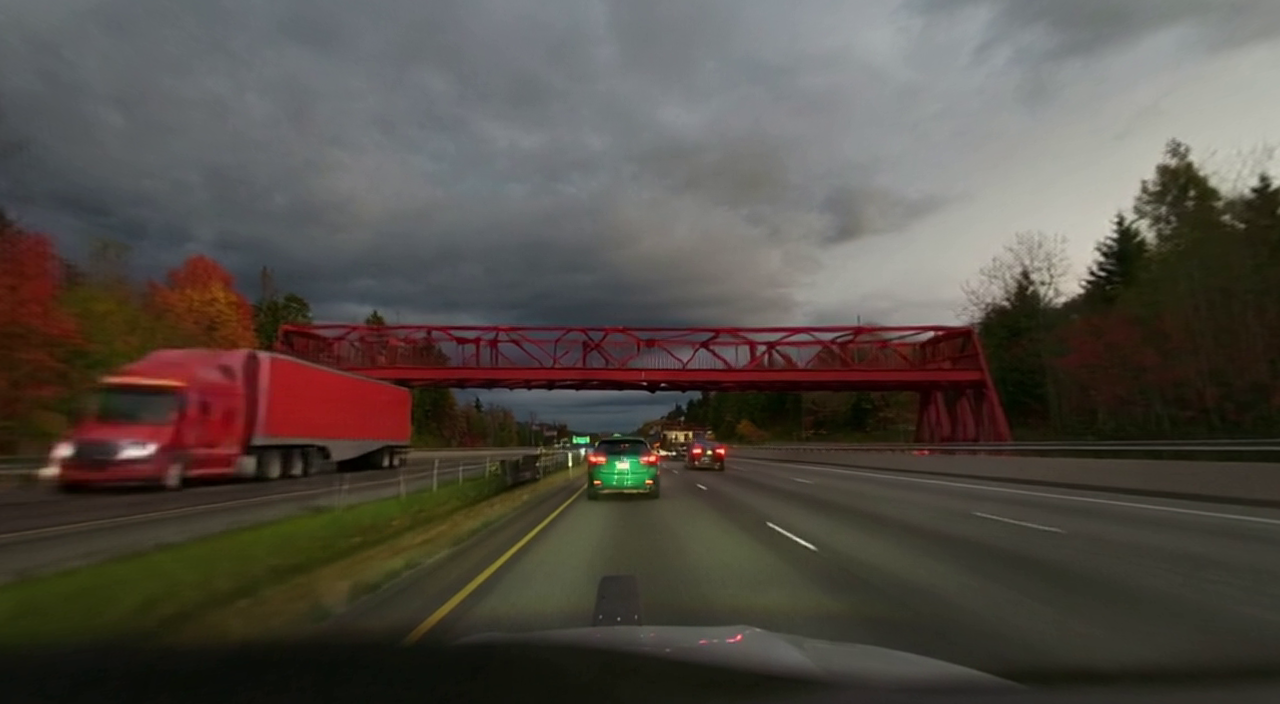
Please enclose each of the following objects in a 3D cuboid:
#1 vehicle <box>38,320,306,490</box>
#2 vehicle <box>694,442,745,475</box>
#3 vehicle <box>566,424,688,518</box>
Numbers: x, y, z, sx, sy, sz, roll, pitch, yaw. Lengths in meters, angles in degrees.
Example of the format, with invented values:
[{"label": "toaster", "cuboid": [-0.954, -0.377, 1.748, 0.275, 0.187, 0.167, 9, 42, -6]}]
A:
[{"label": "vehicle", "cuboid": [-13.050, 1.703, 18.373, 3.271, 4.196, 5.696, 0, -9, -1]}, {"label": "vehicle", "cuboid": [3.872, 5.242, 31.067, 1.894, 1.487, 3.751, 0, -9, -2]}, {"label": "vehicle", "cuboid": [-0.257, 2.521, 13.715, 2.259, 1.699, 4.015, 0, -9, 0]}]
